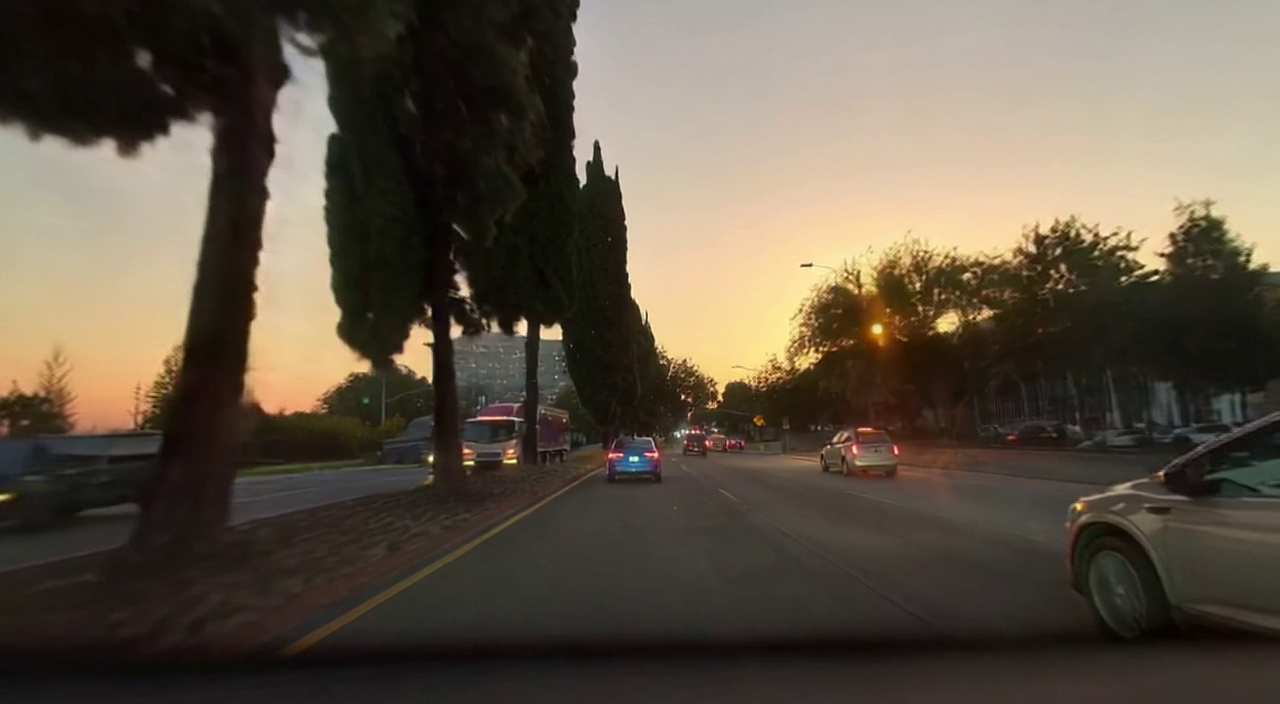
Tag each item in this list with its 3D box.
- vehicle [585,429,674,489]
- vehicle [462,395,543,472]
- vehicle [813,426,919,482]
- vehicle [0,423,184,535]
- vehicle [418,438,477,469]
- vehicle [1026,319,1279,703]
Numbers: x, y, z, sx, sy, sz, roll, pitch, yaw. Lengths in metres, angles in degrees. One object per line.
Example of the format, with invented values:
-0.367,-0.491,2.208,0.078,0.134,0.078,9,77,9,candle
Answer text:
-0.269,3.107,18.585,2.315,1.563,4.080,0,-8,0,vehicle
-8.055,4.941,37.854,3.021,4.215,7.024,0,-8,1,vehicle
7.844,3.576,22.290,2.090,1.768,4.407,0,-8,0,vehicle
-11.841,2.383,12.270,2.172,1.865,4.728,0,-8,1,vehicle
-11.682,6.190,38.455,2.058,1.759,4.577,0,-8,2,vehicle
3.579,0.658,1.783,2.090,1.763,4.560,0,-8,1,vehicle
